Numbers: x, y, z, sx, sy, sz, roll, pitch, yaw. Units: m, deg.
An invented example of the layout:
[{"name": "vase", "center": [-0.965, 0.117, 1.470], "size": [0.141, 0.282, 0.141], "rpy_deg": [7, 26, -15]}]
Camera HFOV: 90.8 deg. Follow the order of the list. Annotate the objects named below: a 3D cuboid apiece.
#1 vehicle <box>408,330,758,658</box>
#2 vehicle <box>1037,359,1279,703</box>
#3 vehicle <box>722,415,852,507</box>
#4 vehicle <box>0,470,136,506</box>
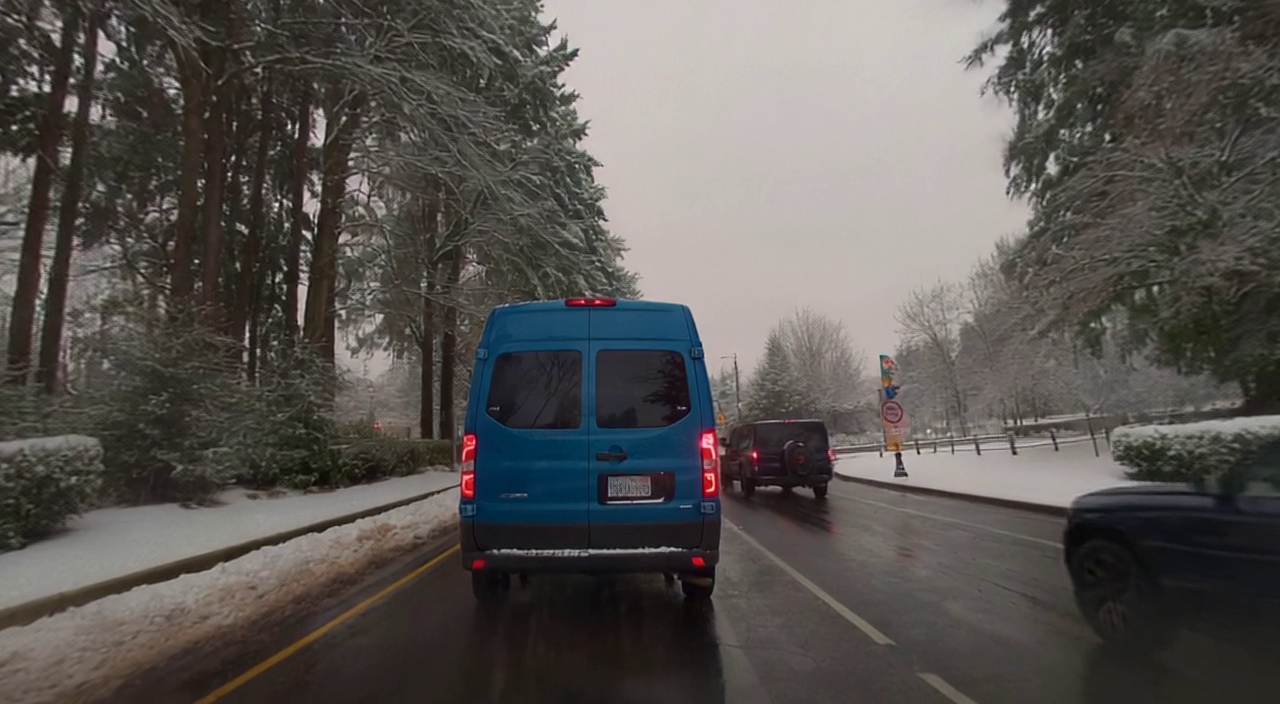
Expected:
[{"name": "vehicle", "center": [-0.343, 1.185, 6.158], "size": [2.145, 2.046, 4.309], "rpy_deg": [0, -9, 0]}, {"name": "vehicle", "center": [4.144, 0.802, 2.498], "size": [2.024, 1.692, 4.696], "rpy_deg": [0, -9, -1]}, {"name": "vehicle", "center": [3.316, 2.565, 15.165], "size": [1.988, 1.873, 3.968], "rpy_deg": [0, -9, -3]}, {"name": "vehicle", "center": [-26.332, 6.207, 28.927], "size": [4.726, 1.456, 1.873], "rpy_deg": [1, -9, -6]}]
